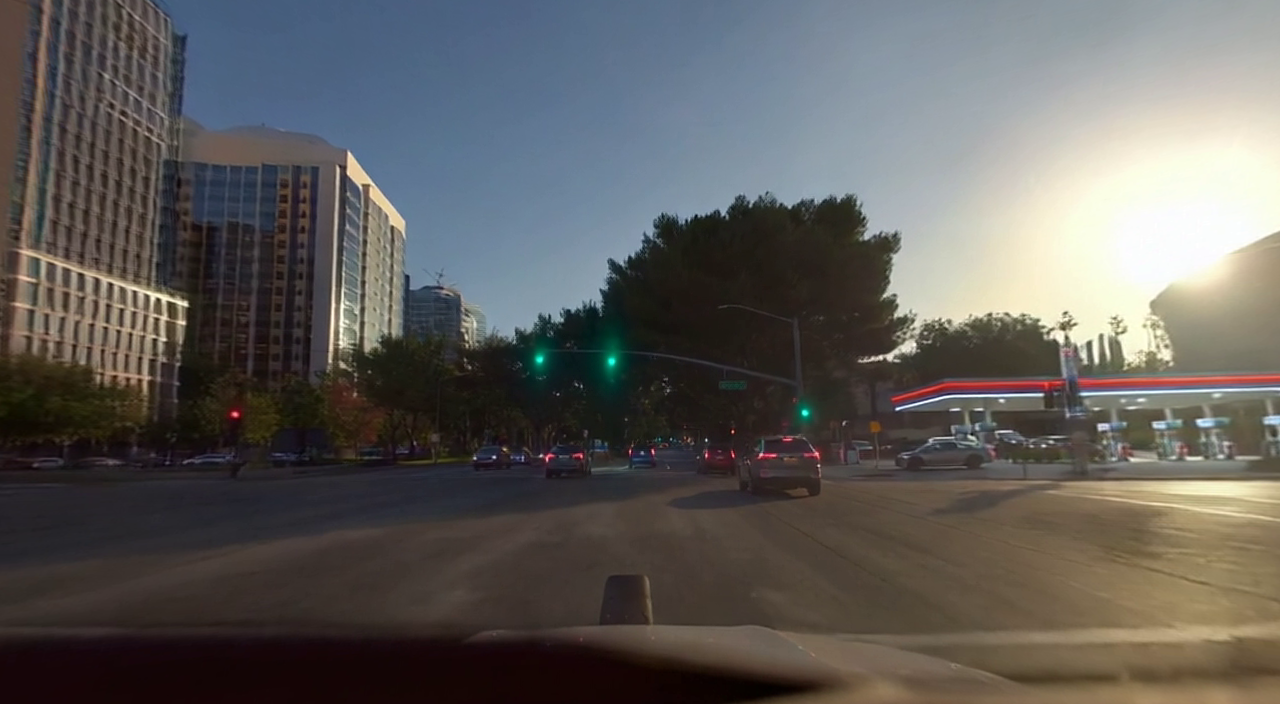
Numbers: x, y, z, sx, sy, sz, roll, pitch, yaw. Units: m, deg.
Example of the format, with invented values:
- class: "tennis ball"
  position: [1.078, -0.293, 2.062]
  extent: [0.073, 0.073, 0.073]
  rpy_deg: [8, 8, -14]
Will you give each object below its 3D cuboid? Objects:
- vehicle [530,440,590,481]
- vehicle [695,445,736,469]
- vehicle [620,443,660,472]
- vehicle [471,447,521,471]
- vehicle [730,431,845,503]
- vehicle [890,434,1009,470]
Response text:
- class: "vehicle"
  position: [-3.414, 4.713, 27.661]
  extent: [2.023, 1.607, 4.086]
  rpy_deg: [0, -8, 1]
- class: "vehicle"
  position: [5.021, 7.034, 42.408]
  extent: [2.174, 1.462, 4.400]
  rpy_deg: [0, -8, 0]
- class: "vehicle"
  position: [0.002, 5.969, 35.941]
  extent: [2.104, 1.477, 4.591]
  rpy_deg: [0, -8, 0]
- class: "vehicle"
  position: [-9.264, 6.890, 40.848]
  extent: [2.023, 1.433, 4.699]
  rpy_deg: [0, -8, 1]
- class: "vehicle"
  position: [3.821, 3.036, 17.123]
  extent: [2.022, 1.683, 4.171]
  rpy_deg: [0, -8, -1]
- class: "vehicle"
  position: [18.170, 5.903, 37.267]
  extent: [5.585, 1.866, 2.607]
  rpy_deg: [-1, -9, -2]
